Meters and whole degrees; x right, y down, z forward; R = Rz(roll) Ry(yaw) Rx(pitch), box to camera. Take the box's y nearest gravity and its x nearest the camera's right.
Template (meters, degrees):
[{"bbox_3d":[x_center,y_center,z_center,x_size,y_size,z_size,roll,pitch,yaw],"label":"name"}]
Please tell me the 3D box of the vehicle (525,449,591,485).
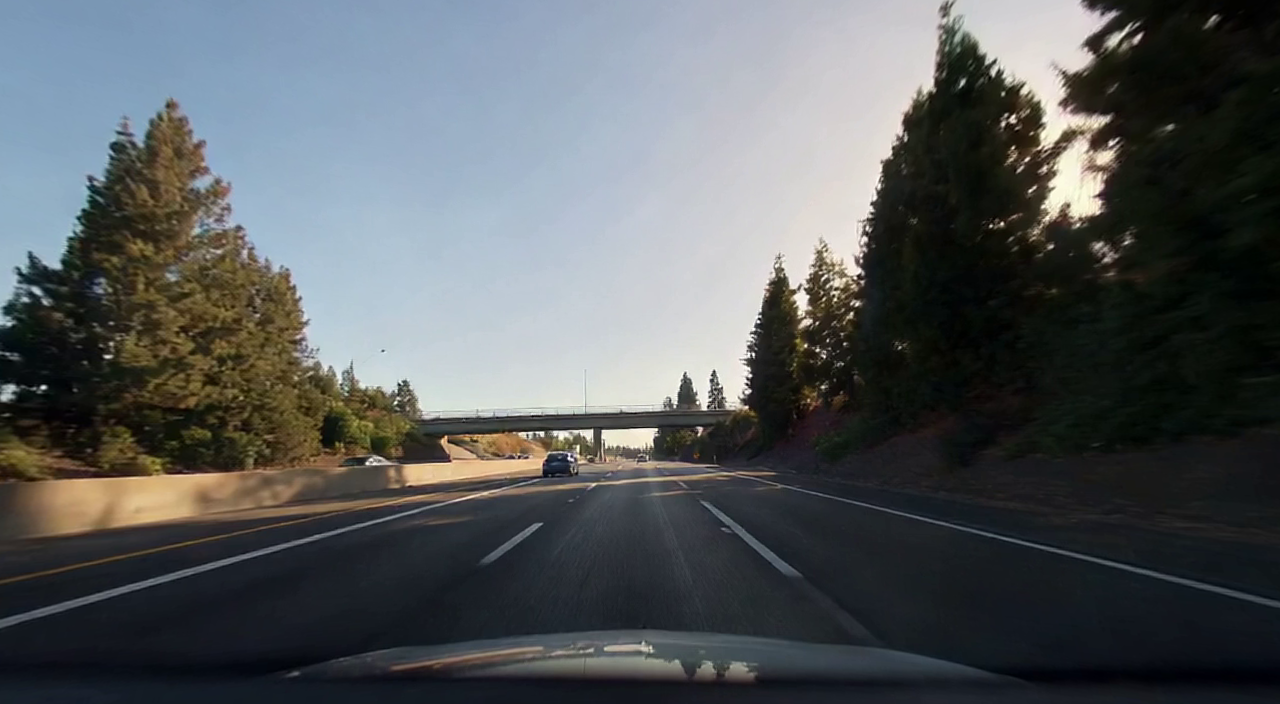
[{"bbox_3d":[-3.488,5.017,27.799,2.293,1.462,4.452,0,-9,0],"label":"vehicle"}]
